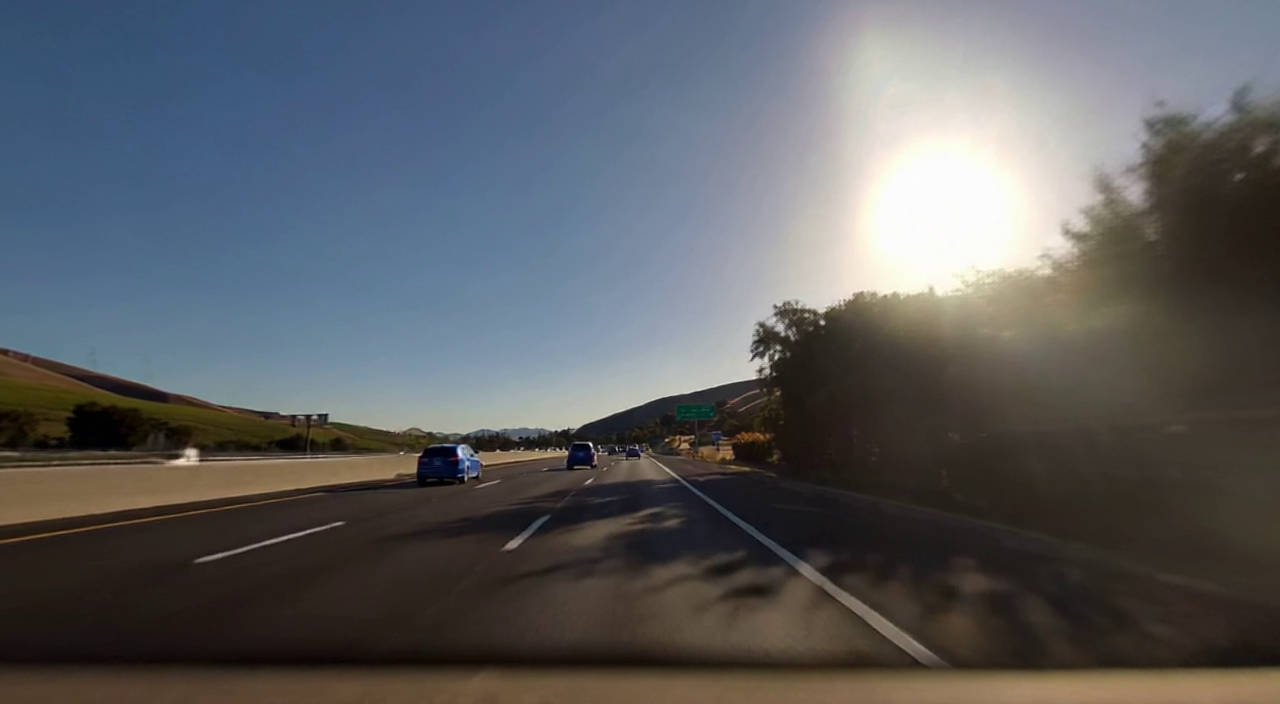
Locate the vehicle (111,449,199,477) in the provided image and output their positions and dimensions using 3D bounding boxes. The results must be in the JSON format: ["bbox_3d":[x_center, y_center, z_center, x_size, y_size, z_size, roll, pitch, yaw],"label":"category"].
[{"bbox_3d":[-33.167,7.564,43.412,2.027,1.673,5.023,0,-8,-1],"label":"vehicle"}]

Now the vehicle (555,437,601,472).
[{"bbox_3d":[-3.281,5.551,34.296,2.029,1.753,4.718,0,-9,0],"label":"vehicle"}]

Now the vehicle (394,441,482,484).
[{"bbox_3d":[-7.708,4.241,24.617,1.930,1.508,4.567,0,-9,0],"label":"vehicle"}]
